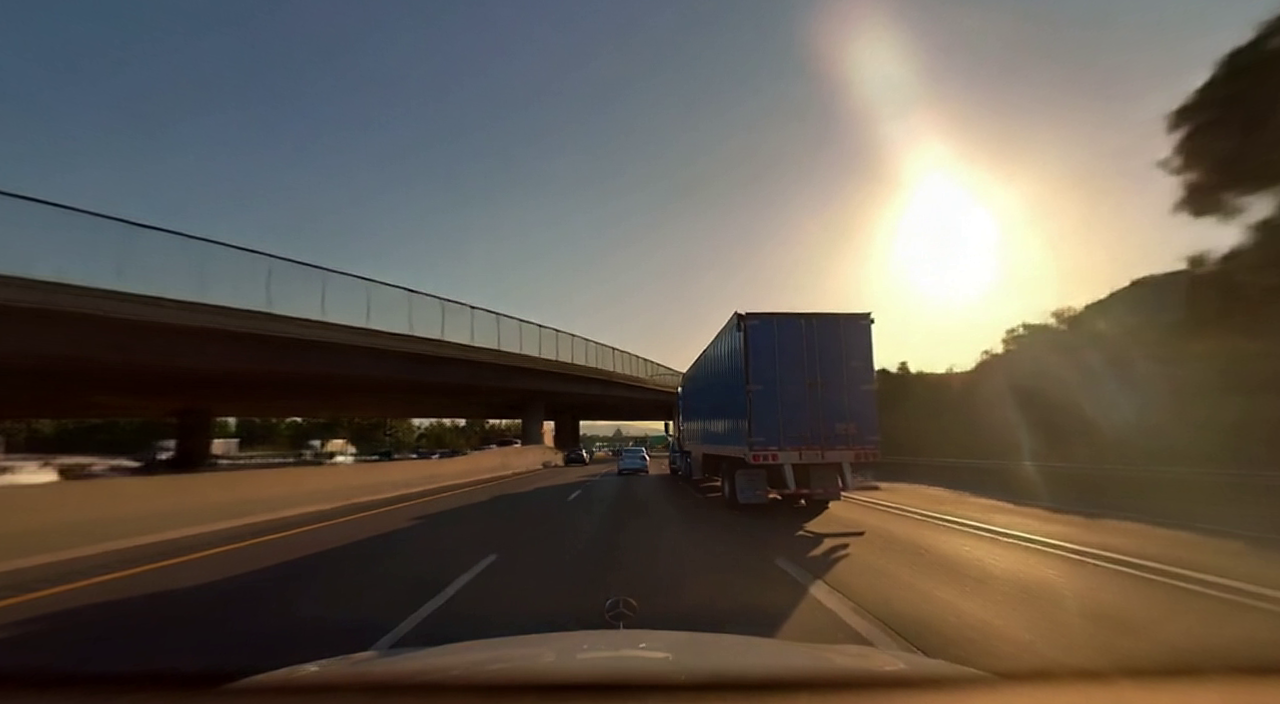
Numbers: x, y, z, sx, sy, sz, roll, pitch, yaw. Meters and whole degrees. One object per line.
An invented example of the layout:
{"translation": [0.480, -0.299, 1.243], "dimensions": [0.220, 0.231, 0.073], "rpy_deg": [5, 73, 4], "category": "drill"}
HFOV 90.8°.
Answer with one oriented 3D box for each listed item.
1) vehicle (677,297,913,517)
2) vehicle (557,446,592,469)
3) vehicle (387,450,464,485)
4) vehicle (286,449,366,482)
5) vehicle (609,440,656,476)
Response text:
{"translation": [3.339, 2.198, 19.797], "dimensions": [2.996, 4.123, 15.965], "rpy_deg": [0, -9, -1], "category": "vehicle"}
{"translation": [-4.489, 7.317, 43.781], "dimensions": [1.995, 1.491, 4.317], "rpy_deg": [0, -9, 0], "category": "vehicle"}
{"translation": [-9.848, 5.316, 29.402], "dimensions": [1.924, 1.474, 4.475], "rpy_deg": [0, -9, 1], "category": "vehicle"}
{"translation": [-16.893, 6.103, 34.257], "dimensions": [2.011, 1.645, 4.335], "rpy_deg": [0, -9, 1], "category": "vehicle"}
{"translation": [-0.351, 5.297, 31.810], "dimensions": [2.191, 1.685, 4.015], "rpy_deg": [0, -9, 0], "category": "vehicle"}
